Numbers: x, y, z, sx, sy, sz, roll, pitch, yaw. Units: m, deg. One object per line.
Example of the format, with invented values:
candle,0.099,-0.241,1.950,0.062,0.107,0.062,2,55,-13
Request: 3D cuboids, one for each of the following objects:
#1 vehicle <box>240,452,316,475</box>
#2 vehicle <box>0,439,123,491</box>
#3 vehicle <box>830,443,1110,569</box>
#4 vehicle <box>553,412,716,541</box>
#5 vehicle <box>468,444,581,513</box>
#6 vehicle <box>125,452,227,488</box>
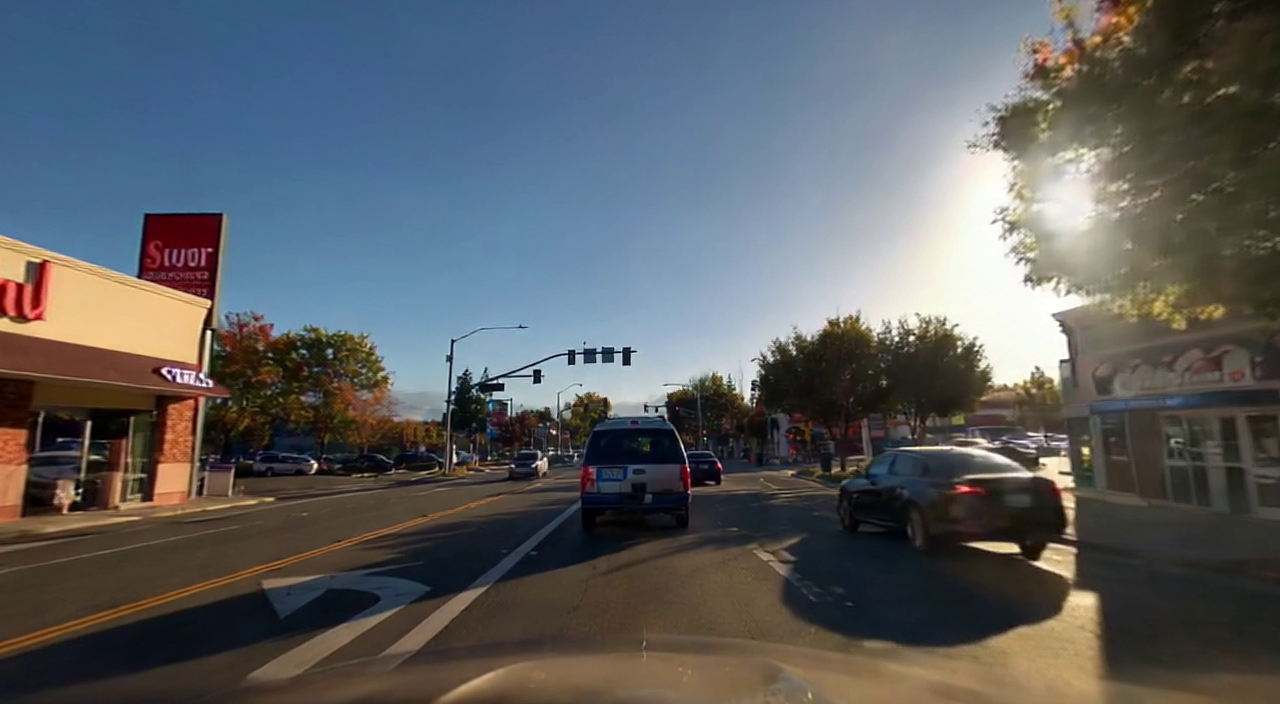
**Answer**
vehicle,-27.254,8.390,47.537,4.458,1.608,2.051,0,-8,2
vehicle,-24.146,4.398,24.842,2.131,1.887,6.053,-1,-8,3
vehicle,4.886,2.297,10.407,1.994,1.545,4.919,0,-8,1
vehicle,-0.103,2.413,12.932,2.638,2.065,5.313,0,-8,0
vehicle,-2.858,3.235,16.722,1.975,1.570,4.456,-1,-8,3
vehicle,-26.261,6.670,35.969,2.123,1.820,5.136,0,-8,-4
